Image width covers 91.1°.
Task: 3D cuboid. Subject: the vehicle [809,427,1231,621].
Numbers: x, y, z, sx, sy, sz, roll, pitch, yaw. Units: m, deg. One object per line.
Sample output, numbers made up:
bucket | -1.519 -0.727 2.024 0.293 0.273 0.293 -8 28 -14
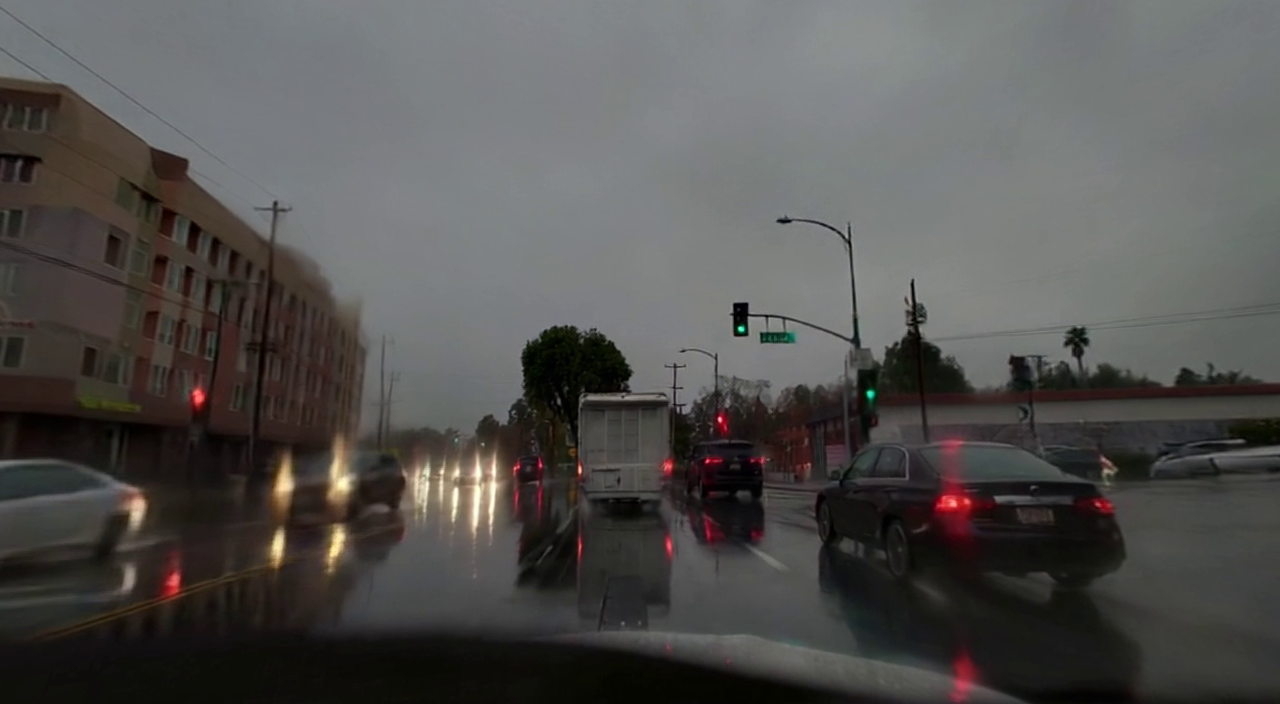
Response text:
vehicle | 3.639 1.711 7.343 1.978 1.507 4.636 0 -8 -1

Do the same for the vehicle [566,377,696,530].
vehicle | -0.429 2.414 15.307 2.517 2.926 6.177 1 -9 -5

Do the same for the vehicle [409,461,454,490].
vehicle | -12.618 7.489 38.240 1.873 1.510 4.151 1 -9 -8

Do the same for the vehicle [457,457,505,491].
vehicle | -8.046 6.159 32.040 1.801 1.524 3.974 1 -9 -6

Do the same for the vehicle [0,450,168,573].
vehicle | -9.190 2.160 8.775 1.983 1.543 4.188 0 -9 -2

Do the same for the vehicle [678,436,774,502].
vehicle | 2.750 3.924 21.618 2.157 1.944 5.423 0 -9 -4

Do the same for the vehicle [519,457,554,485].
vehicle | -6.501 7.489 39.623 2.033 1.555 4.408 1 -9 -8

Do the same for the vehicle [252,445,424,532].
vehicle | -6.160 2.770 13.411 1.810 1.546 3.981 0 -9 -2
